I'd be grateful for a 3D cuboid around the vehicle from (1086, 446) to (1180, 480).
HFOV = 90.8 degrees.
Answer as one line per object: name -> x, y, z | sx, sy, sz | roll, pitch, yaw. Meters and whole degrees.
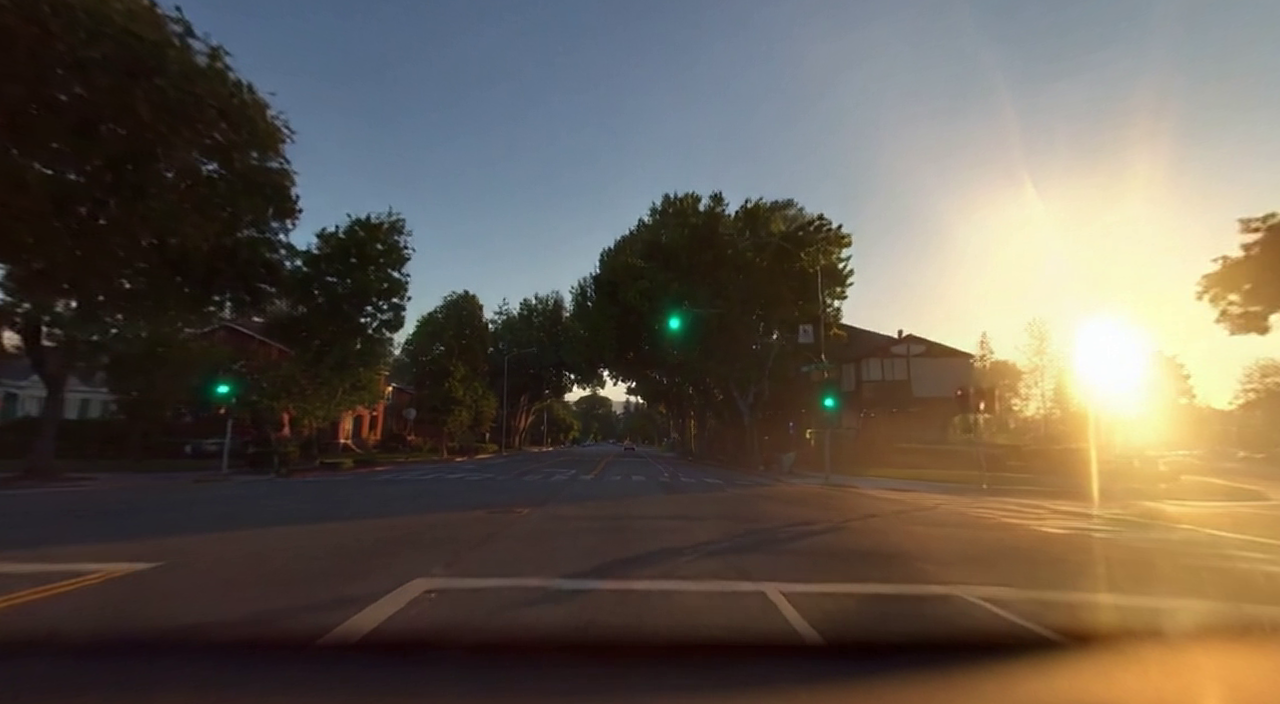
vehicle -> 27.087, 6.103, 34.778 | 3.878, 1.462, 1.783 | 5, -7, -5
